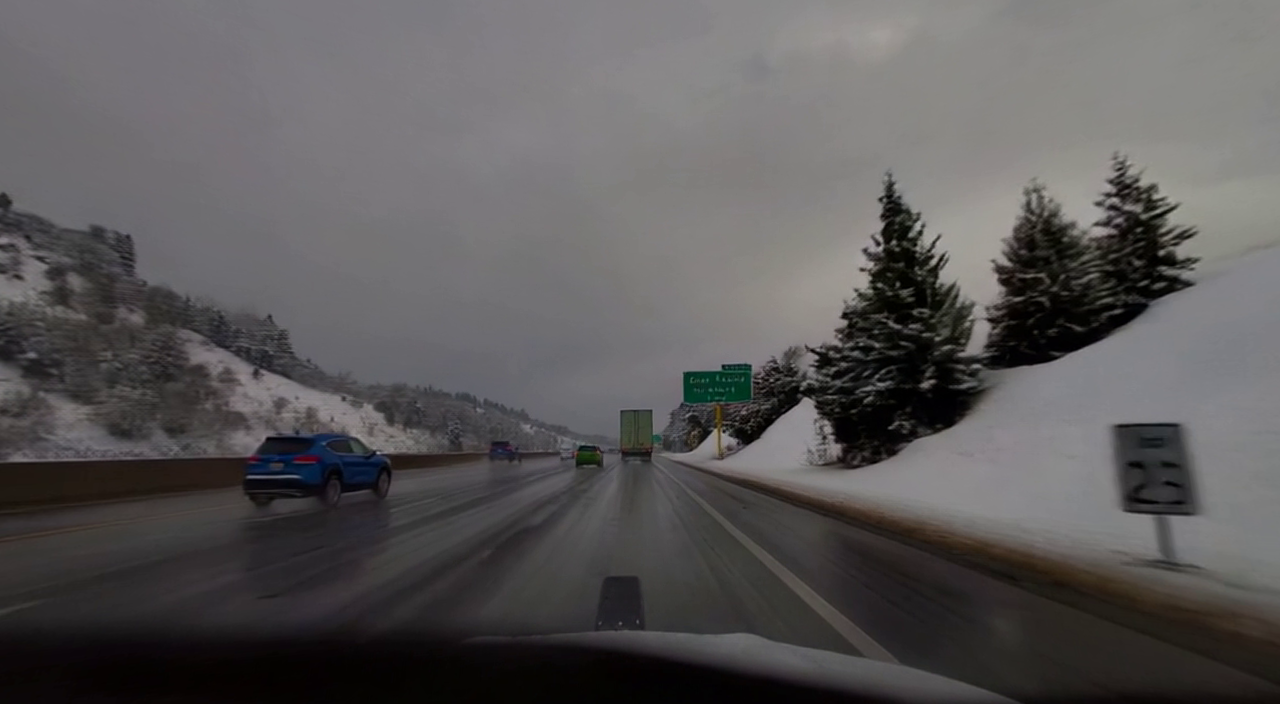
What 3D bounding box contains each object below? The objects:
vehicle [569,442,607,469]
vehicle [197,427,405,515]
[{"bbox_3d":[-3.540,7.130,43.601,2.194,1.725,4.698,1,-9,0],"label":"vehicle"},{"bbox_3d":[-7.483,2.668,14.660,2.098,1.678,4.822,0,-9,0],"label":"vehicle"}]
